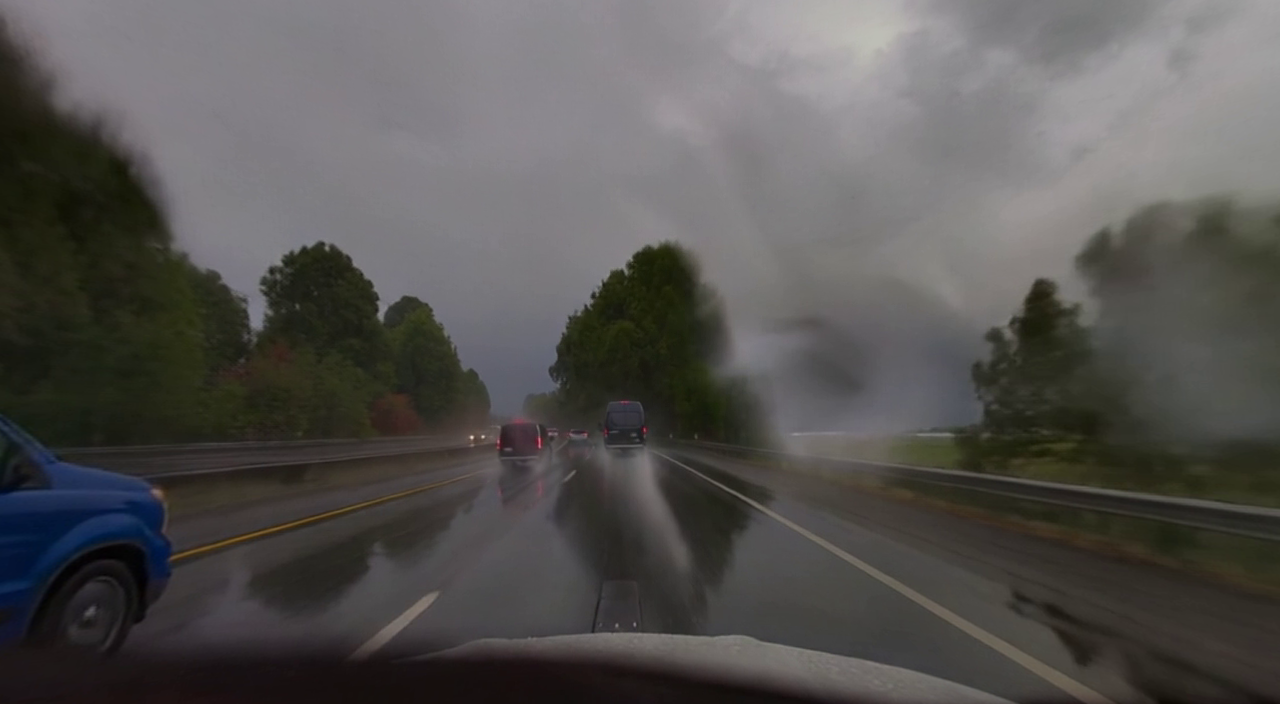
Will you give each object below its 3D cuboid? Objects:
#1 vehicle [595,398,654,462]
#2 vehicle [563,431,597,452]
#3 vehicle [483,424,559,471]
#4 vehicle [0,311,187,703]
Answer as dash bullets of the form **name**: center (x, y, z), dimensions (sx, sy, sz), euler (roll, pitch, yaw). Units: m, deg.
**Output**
- **vehicle**: center (-0.846, 3.942, 31.609), dimensions (2.647, 2.896, 6.480), euler (0, -8, -3)
- **vehicle**: center (-4.486, 6.780, 47.810), dimensions (2.251, 1.459, 4.236), euler (0, -8, -2)
- **vehicle**: center (-4.427, 3.632, 24.197), dimensions (2.110, 1.636, 4.453), euler (0, -8, -1)
- **vehicle**: center (-3.672, 0.529, 1.265), dimensions (2.069, 1.751, 4.720), euler (0, -8, -1)
